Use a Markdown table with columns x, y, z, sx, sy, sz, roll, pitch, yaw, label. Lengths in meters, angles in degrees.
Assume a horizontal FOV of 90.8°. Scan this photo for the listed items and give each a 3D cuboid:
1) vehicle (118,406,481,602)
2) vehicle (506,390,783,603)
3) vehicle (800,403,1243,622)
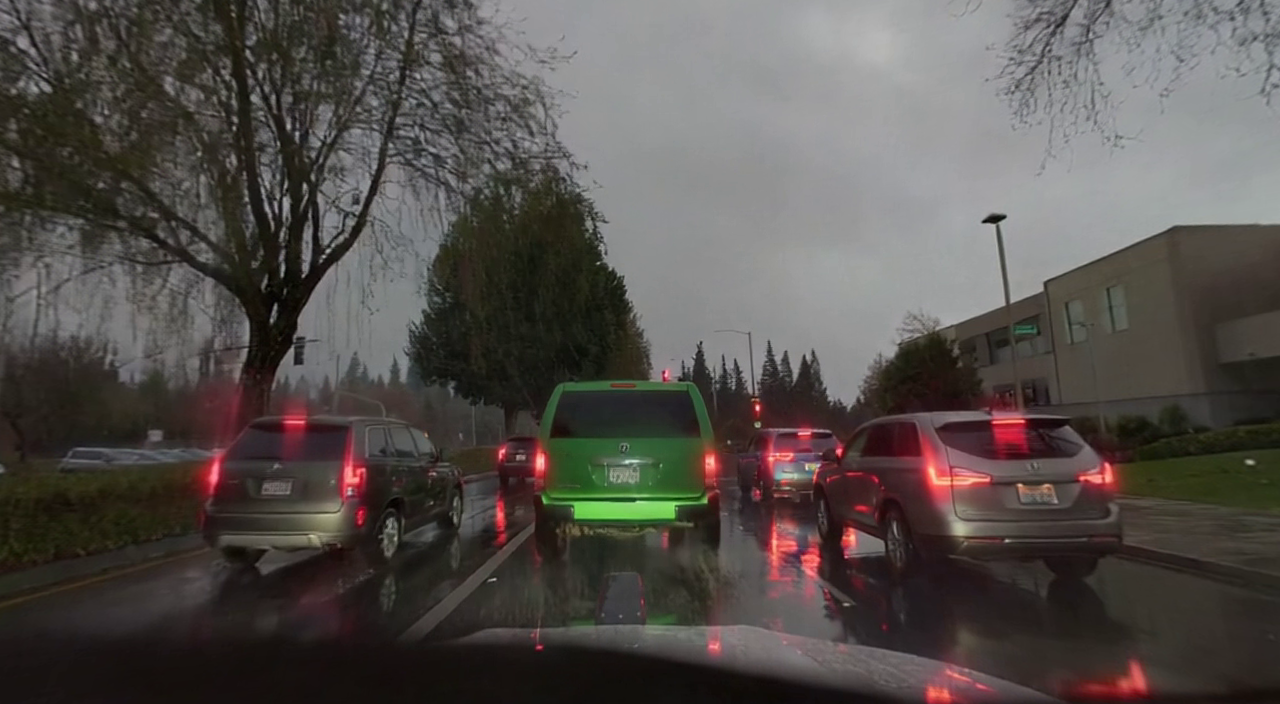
| x | y | z | sx | sy | sz | roll | pitch | yaw | label |
| --- | --- | --- | --- | --- | --- | --- | --- | --- | --- |
| -3.378 | 1.579 | 7.400 | 1.961 | 1.639 | 4.064 | 0 | -9 | 0 | vehicle |
| 0.017 | 1.488 | 7.252 | 2.294 | 1.761 | 3.857 | 0 | -9 | -1 | vehicle |
| 3.475 | 1.552 | 7.055 | 2.202 | 1.657 | 4.298 | 0 | -9 | -1 | vehicle |
